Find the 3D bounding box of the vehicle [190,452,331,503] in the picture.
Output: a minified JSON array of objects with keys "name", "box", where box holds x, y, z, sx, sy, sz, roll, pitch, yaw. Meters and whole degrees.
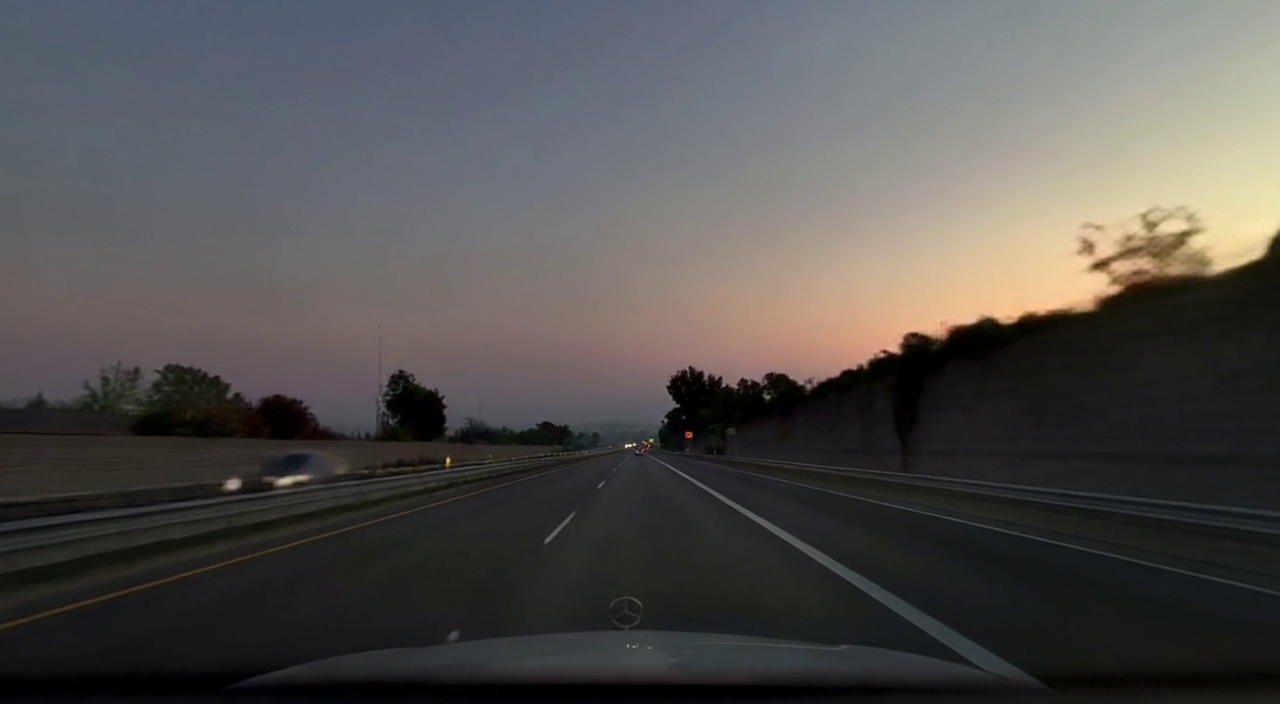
[{"name":"vehicle","box":[-12.346,4.076,20.928,1.944,1.473,4.398,0,-9,0]}]
